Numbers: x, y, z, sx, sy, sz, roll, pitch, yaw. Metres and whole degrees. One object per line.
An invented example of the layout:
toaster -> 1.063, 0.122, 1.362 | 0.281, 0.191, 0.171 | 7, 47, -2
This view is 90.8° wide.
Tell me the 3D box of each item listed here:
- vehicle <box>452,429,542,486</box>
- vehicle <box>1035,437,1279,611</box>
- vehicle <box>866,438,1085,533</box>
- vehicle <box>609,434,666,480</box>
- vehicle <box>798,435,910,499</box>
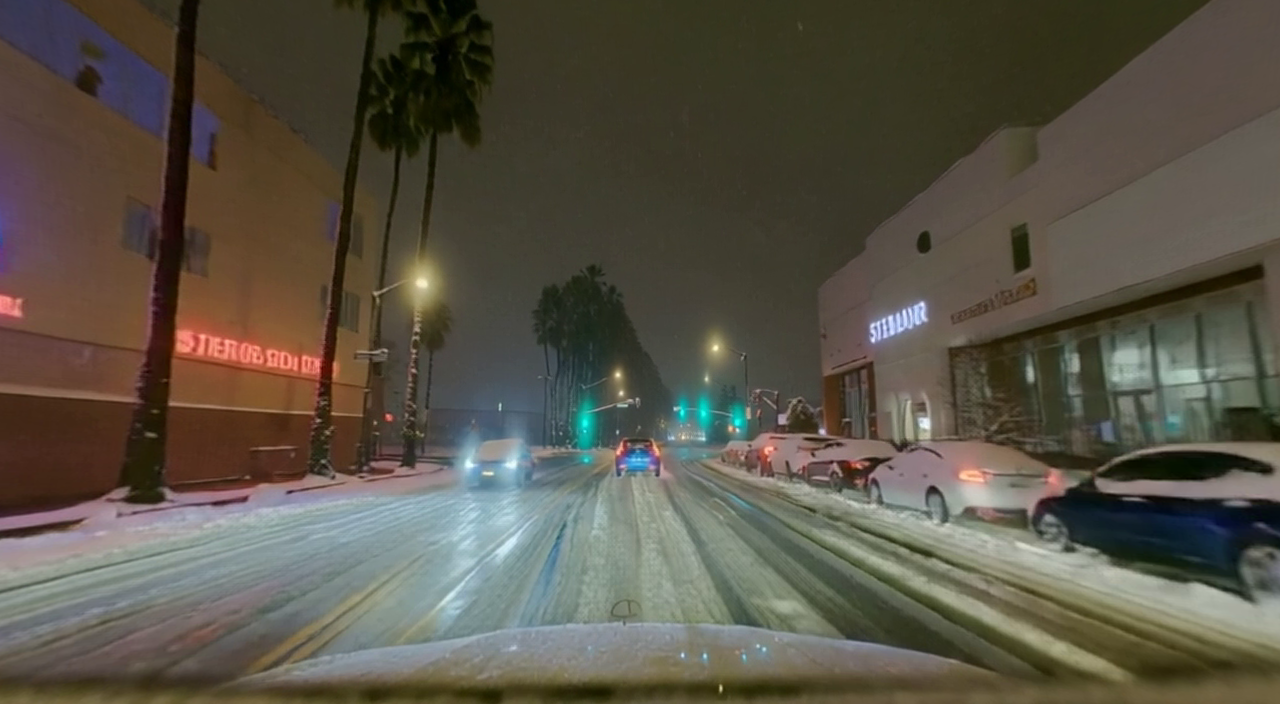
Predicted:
vehicle -> -4.882, 3.669, 22.278 | 2.188, 1.797, 4.358 | 0, -8, -1
vehicle -> 6.362, 1.611, 6.365 | 1.810, 1.472, 4.422 | 0, -8, -1
vehicle -> 6.234, 2.493, 12.453 | 1.885, 1.506, 4.302 | 0, -8, -1
vehicle -> -0.130, 4.156, 25.325 | 2.063, 1.664, 4.471 | 0, -8, -1
vehicle -> 6.061, 3.290, 18.431 | 1.747, 1.619, 4.157 | 0, -8, -1
